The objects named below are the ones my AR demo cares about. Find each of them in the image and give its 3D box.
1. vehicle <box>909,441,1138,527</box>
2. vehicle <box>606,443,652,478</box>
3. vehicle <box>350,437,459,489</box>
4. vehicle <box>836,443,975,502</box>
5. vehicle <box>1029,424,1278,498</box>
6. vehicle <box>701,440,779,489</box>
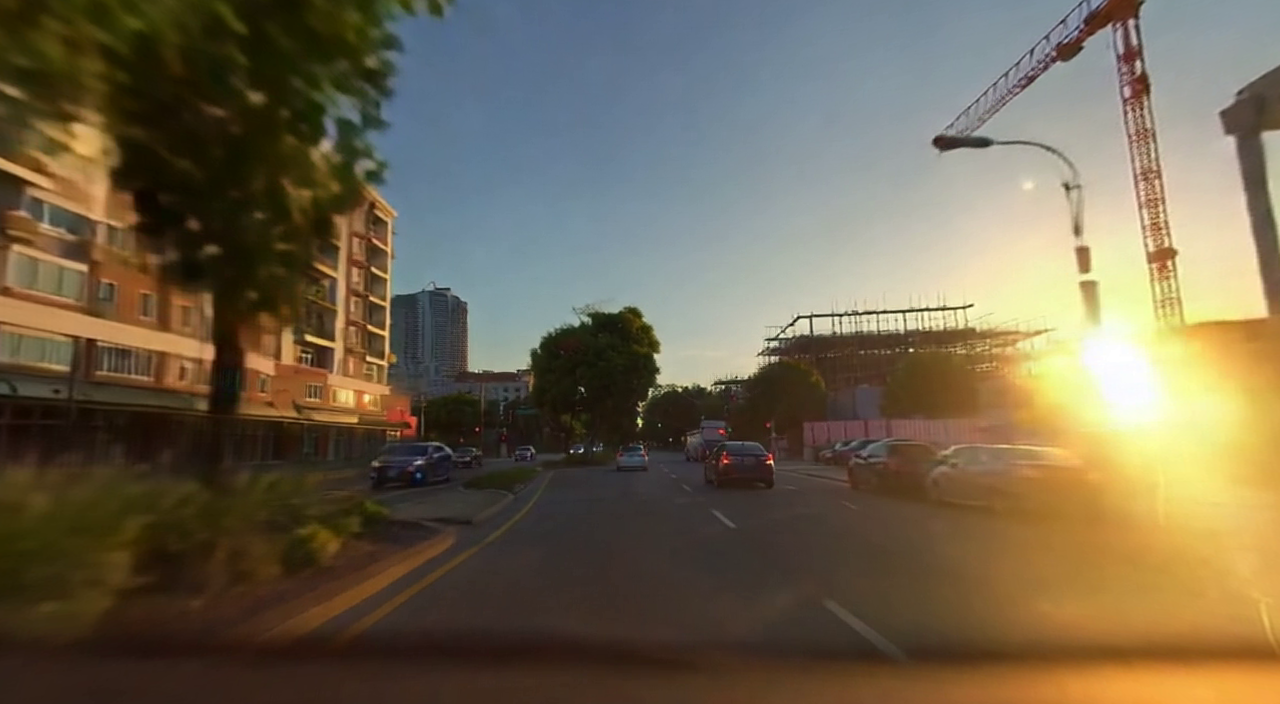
[{"bbox_3d":[7.570,2.622,13.180,1.883,1.452,4.598,0,-9,0],"label":"vehicle"},{"bbox_3d":[-0.481,4.952,29.146,2.006,1.487,3.535,0,-9,0],"label":"vehicle"},{"bbox_3d":[-8.062,3.843,22.172,2.072,1.623,4.564,0,-9,0],"label":"vehicle"},{"bbox_3d":[7.407,3.385,18.212,1.893,1.455,4.571,0,-9,-2],"label":"vehicle"},{"bbox_3d":[13.067,2.801,16.353,4.622,1.761,1.986,0,-9,1],"label":"vehicle"},{"bbox_3d":[3.275,3.781,21.527,1.910,1.474,4.003,0,-9,-1],"label":"vehicle"}]
